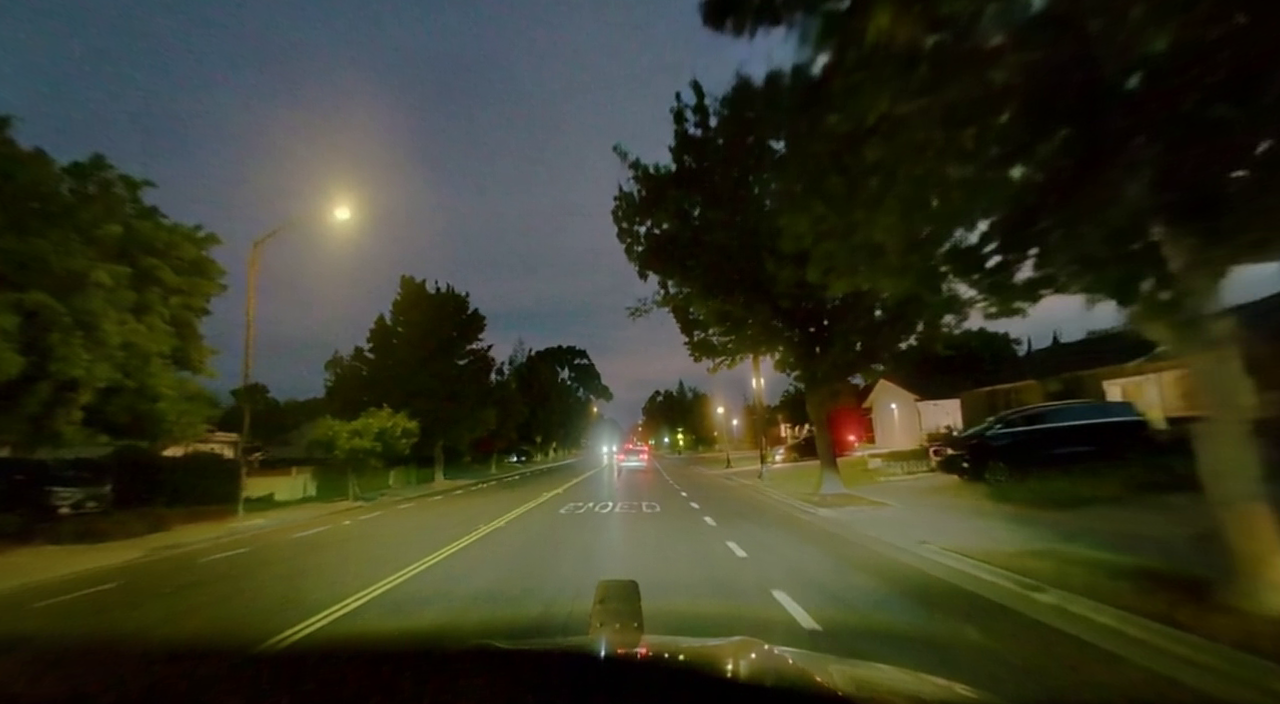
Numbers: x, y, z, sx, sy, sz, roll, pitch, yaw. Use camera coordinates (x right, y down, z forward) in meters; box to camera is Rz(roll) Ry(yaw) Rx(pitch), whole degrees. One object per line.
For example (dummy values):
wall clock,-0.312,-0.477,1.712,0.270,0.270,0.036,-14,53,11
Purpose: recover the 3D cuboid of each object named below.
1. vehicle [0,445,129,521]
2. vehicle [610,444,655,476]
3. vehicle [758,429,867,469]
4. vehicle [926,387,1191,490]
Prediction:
vehicle,-17.071,3.494,17.158,4.463,1.917,1.970,1,-9,-5
vehicle,-0.361,5.433,31.883,2.098,1.483,4.099,0,-9,0
vehicle,8.621,4.880,31.912,4.740,1.467,2.074,-5,-9,-3
vehicle,9.545,2.027,14.712,4.634,1.723,1.966,-6,-9,-2
